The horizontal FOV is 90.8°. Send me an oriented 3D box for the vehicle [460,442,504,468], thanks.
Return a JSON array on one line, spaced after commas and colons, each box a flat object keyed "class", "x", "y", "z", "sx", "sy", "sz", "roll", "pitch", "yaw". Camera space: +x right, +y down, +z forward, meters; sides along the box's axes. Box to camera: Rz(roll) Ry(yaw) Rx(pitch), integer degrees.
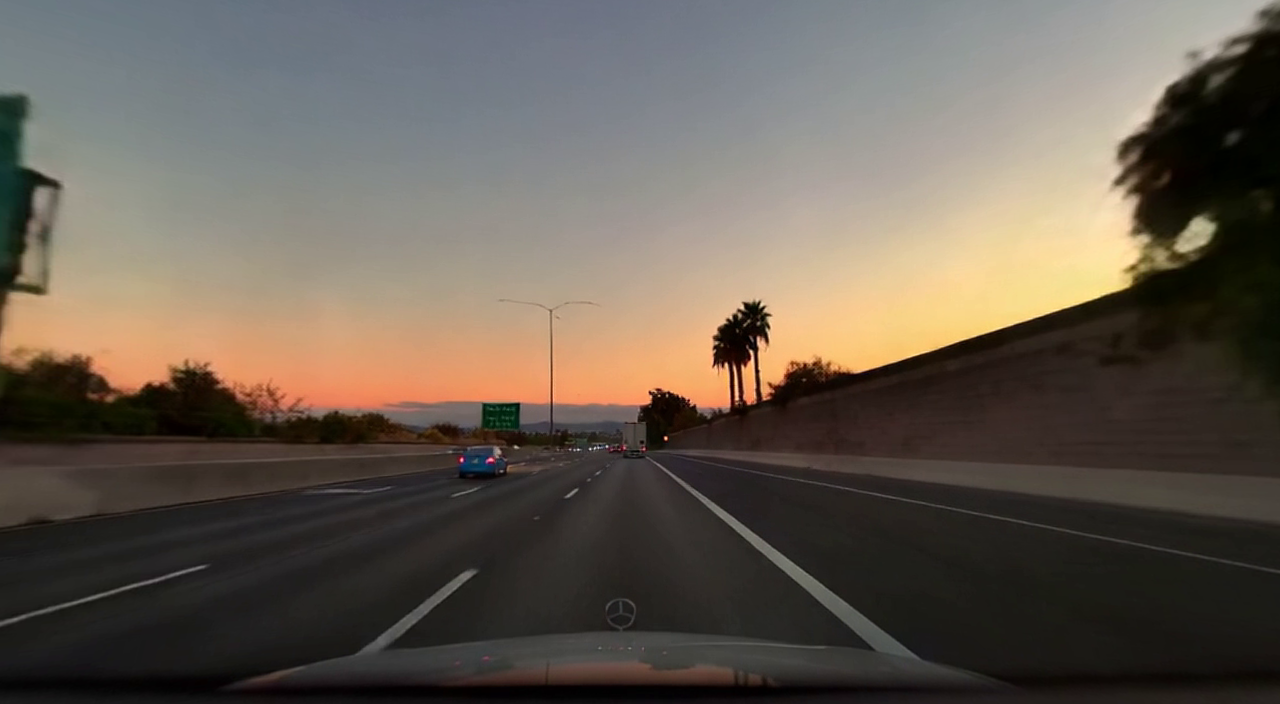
[{"class": "vehicle", "x": -10.650, "y": 6.958, "z": 42.786, "sx": 1.897, "sy": 1.653, "sz": 4.113, "roll": 0, "pitch": -8, "yaw": 0}]
